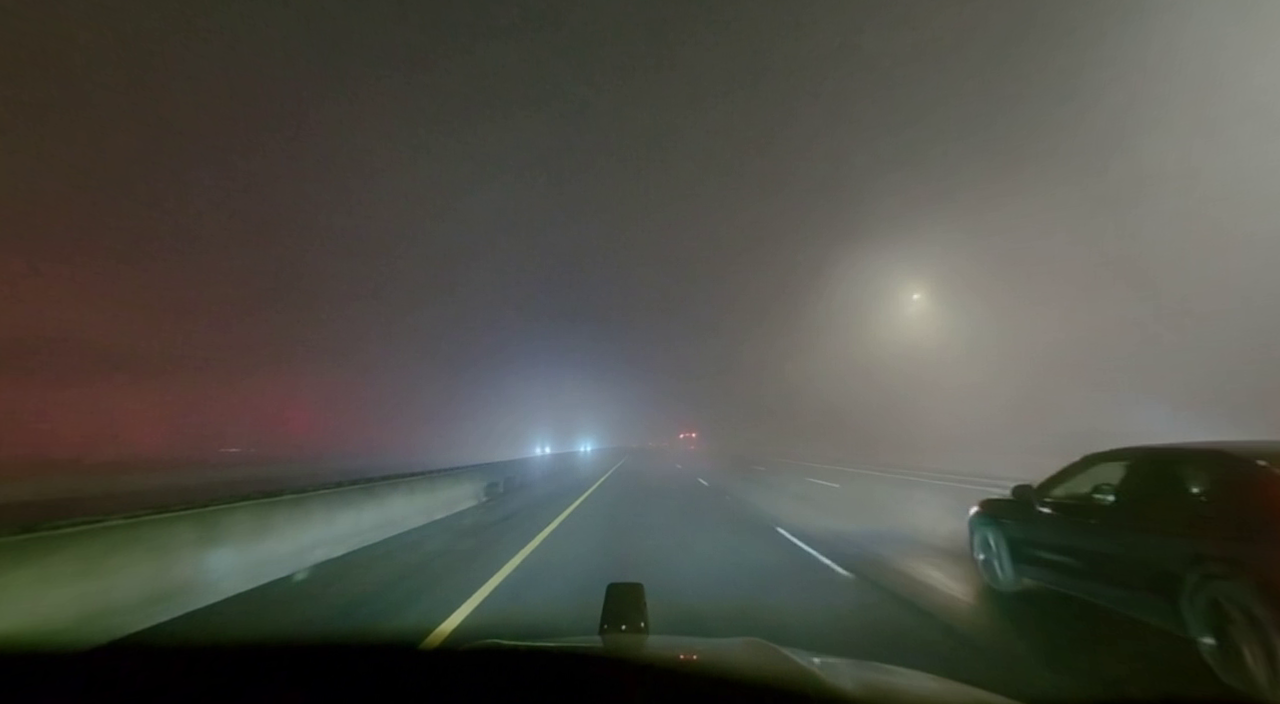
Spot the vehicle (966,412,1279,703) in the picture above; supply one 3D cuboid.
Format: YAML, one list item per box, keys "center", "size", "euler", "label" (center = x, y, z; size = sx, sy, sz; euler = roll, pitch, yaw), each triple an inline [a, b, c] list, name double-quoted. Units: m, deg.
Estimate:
- center: [3.607, 1.053, 3.337]
  size: [1.683, 1.400, 3.868]
  euler: [0, -8, 0]
  label: "vehicle"
